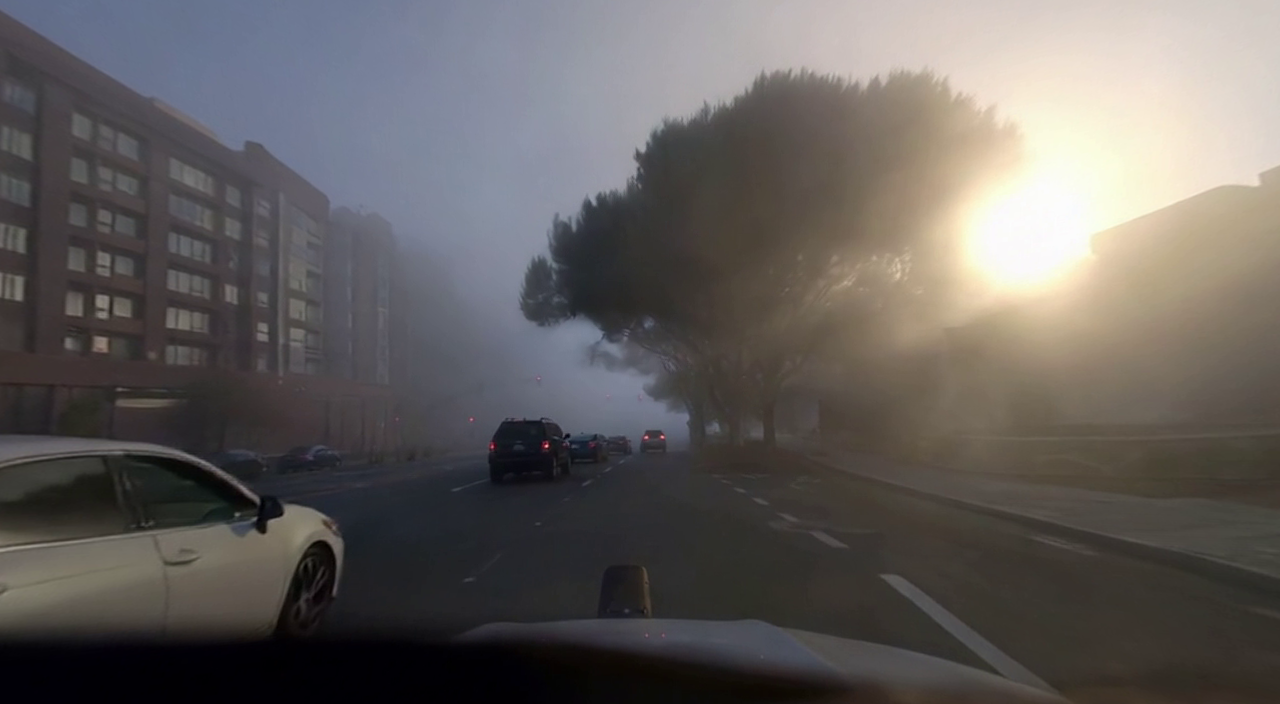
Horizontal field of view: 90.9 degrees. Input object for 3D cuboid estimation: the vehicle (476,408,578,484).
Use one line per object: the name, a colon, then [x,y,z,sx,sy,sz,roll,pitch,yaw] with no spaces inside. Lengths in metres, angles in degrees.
vehicle: [-3.250,2.815,19.147,2.152,1.987,4.527,-1,-8,1]

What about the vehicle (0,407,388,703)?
vehicle: [-2.849,0.960,2.464,1.959,1.406,4.272,0,-8,0]

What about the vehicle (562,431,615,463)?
vehicle: [-2.508,4.736,31.580,2.246,1.481,4.146,-1,-8,1]

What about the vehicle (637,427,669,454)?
vehicle: [0.902,6.287,44.922,2.194,1.779,3.996,-1,-8,0]
